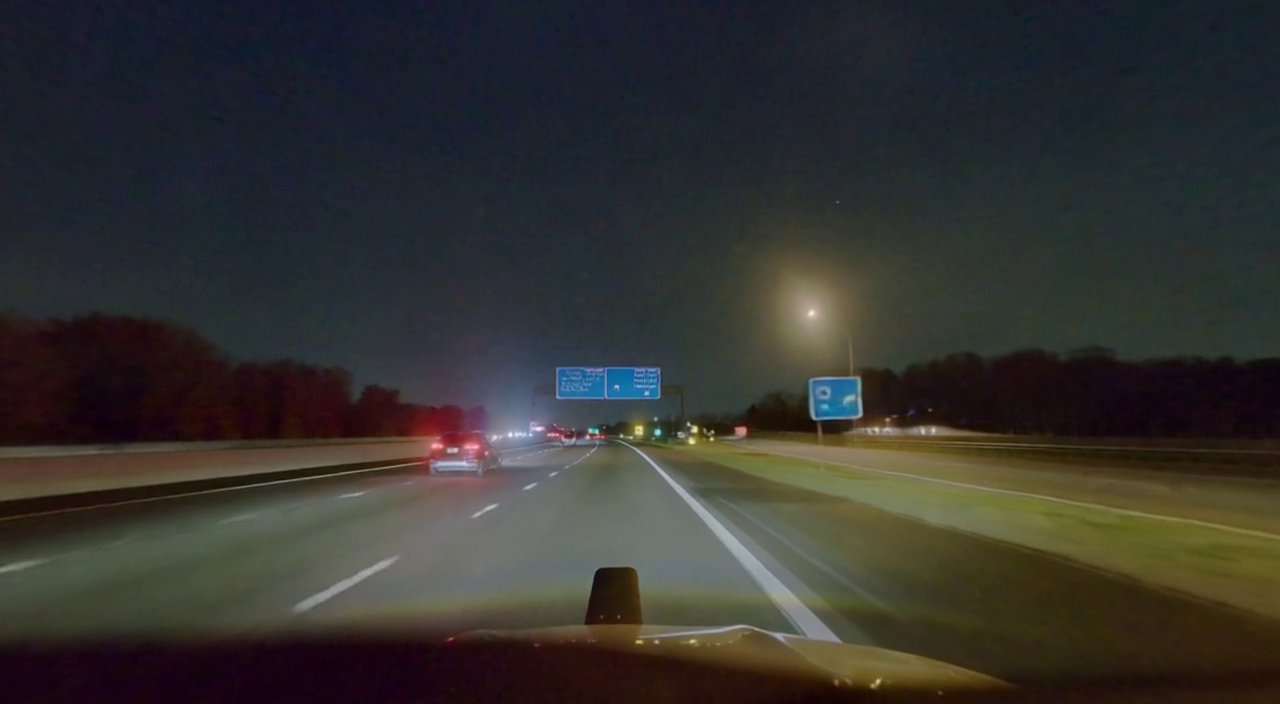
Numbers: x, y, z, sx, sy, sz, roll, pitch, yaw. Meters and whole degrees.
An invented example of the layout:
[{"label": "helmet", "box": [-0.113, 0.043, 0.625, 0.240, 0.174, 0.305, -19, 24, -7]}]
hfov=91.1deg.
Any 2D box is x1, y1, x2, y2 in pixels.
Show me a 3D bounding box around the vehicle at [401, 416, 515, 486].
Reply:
[{"label": "vehicle", "box": [-4.962, 2.749, 17.804, 2.007, 1.727, 4.040, 0, -8, 0]}]
